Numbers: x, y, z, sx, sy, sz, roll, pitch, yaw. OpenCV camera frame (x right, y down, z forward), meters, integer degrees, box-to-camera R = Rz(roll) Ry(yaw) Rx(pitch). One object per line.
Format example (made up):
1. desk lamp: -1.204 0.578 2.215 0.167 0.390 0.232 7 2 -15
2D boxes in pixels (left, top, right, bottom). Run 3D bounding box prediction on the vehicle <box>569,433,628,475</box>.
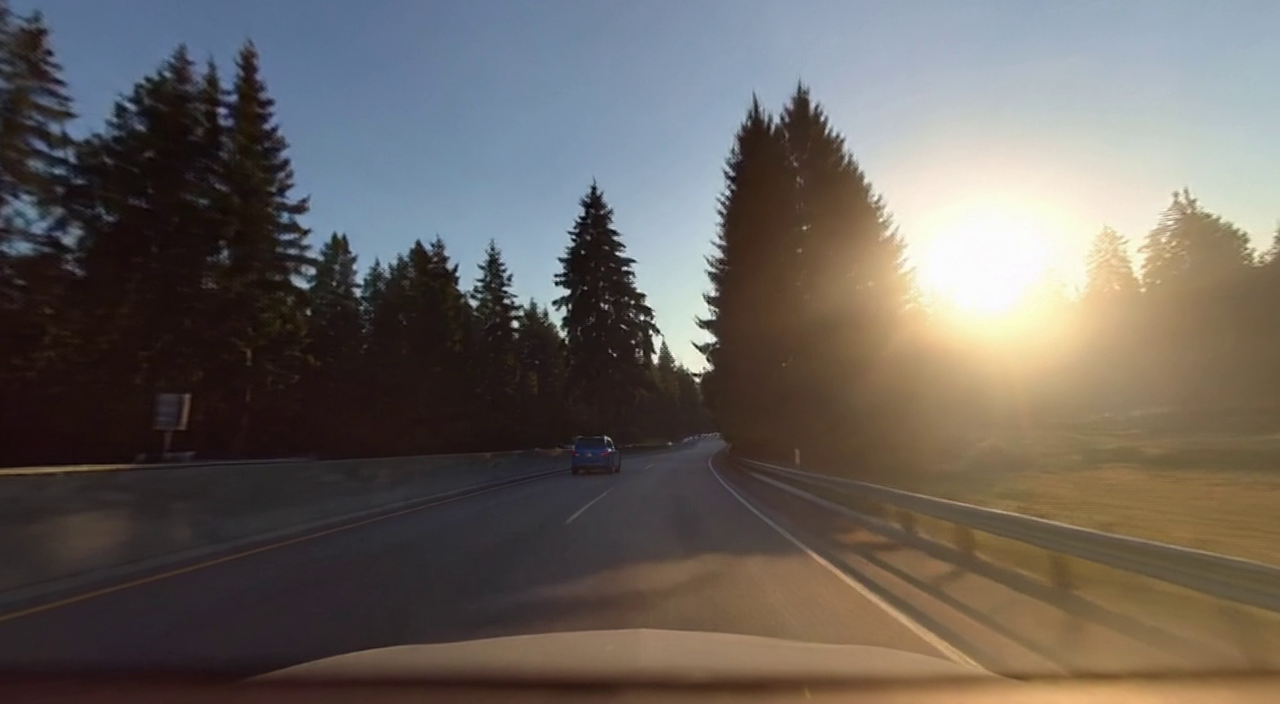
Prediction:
1. vehicle: -1.801 4.671 28.972 2.005 1.752 4.479 -1 -8 5
